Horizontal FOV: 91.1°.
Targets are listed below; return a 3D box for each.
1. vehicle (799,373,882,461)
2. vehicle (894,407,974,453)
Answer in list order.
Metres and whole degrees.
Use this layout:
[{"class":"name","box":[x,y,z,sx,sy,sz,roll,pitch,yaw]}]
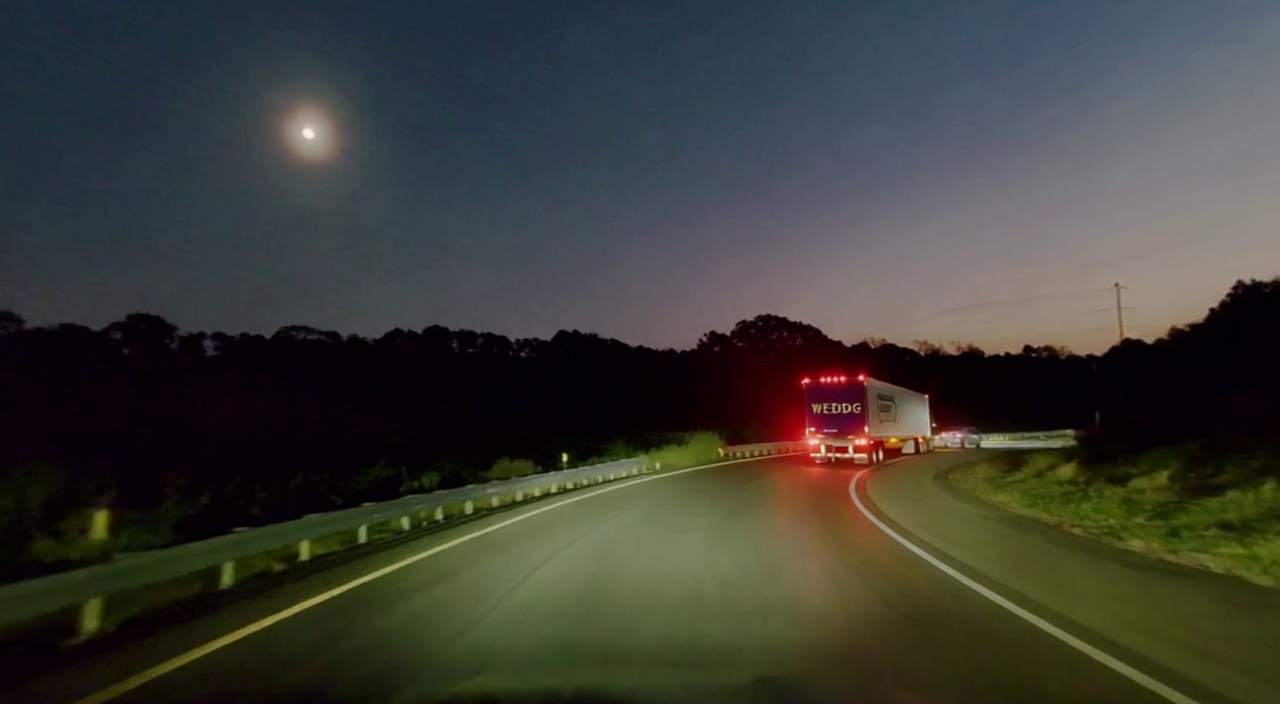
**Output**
[{"class":"vehicle","box":[9.366,3.055,29.211,2.963,3.771,3.137,-4,-9,29]},{"class":"vehicle","box":[18.082,4.805,38.470,6.650,2.524,2.120,8,-11,-44]}]
